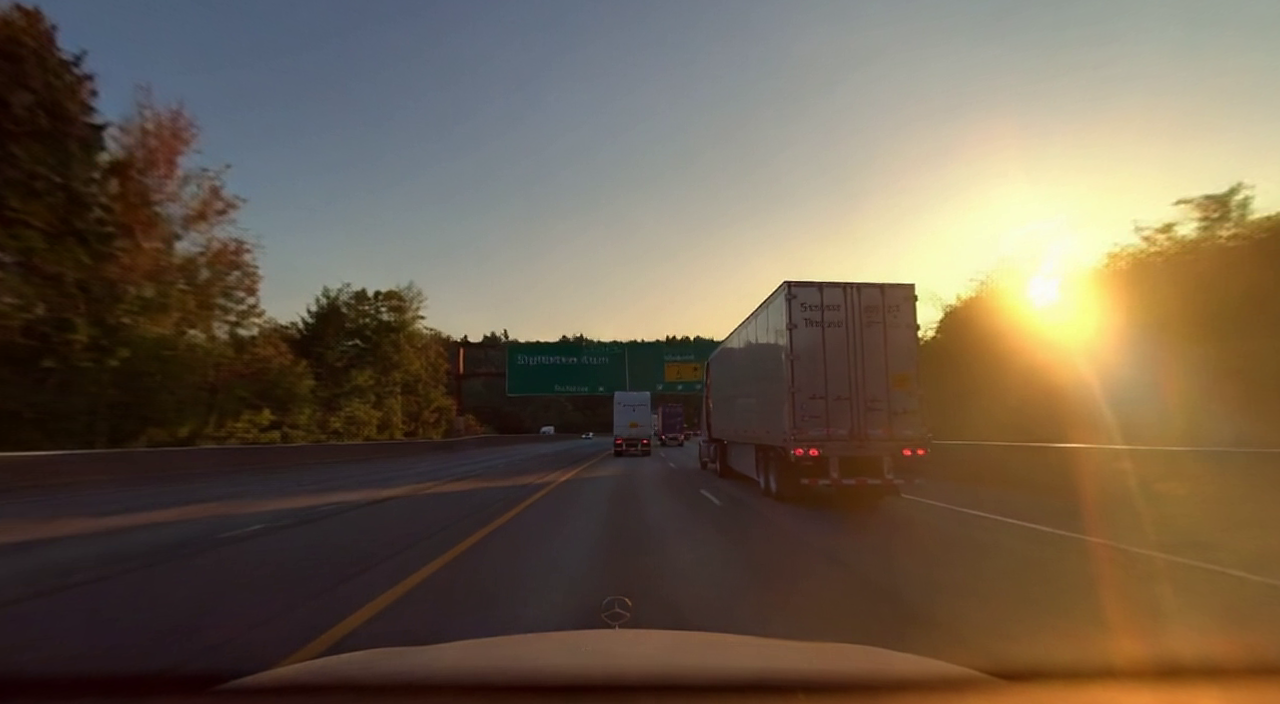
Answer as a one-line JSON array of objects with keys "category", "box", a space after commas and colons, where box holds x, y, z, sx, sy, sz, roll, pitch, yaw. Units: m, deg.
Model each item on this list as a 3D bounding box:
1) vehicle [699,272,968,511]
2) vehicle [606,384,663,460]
[{"category": "vehicle", "box": [3.988, 1.613, 18.125, 2.856, 4.145, 14.500, 0, -8, -1]}, {"category": "vehicle", "box": [-0.347, 4.322, 37.728, 2.958, 3.917, 10.196, 0, -8, -1]}]
